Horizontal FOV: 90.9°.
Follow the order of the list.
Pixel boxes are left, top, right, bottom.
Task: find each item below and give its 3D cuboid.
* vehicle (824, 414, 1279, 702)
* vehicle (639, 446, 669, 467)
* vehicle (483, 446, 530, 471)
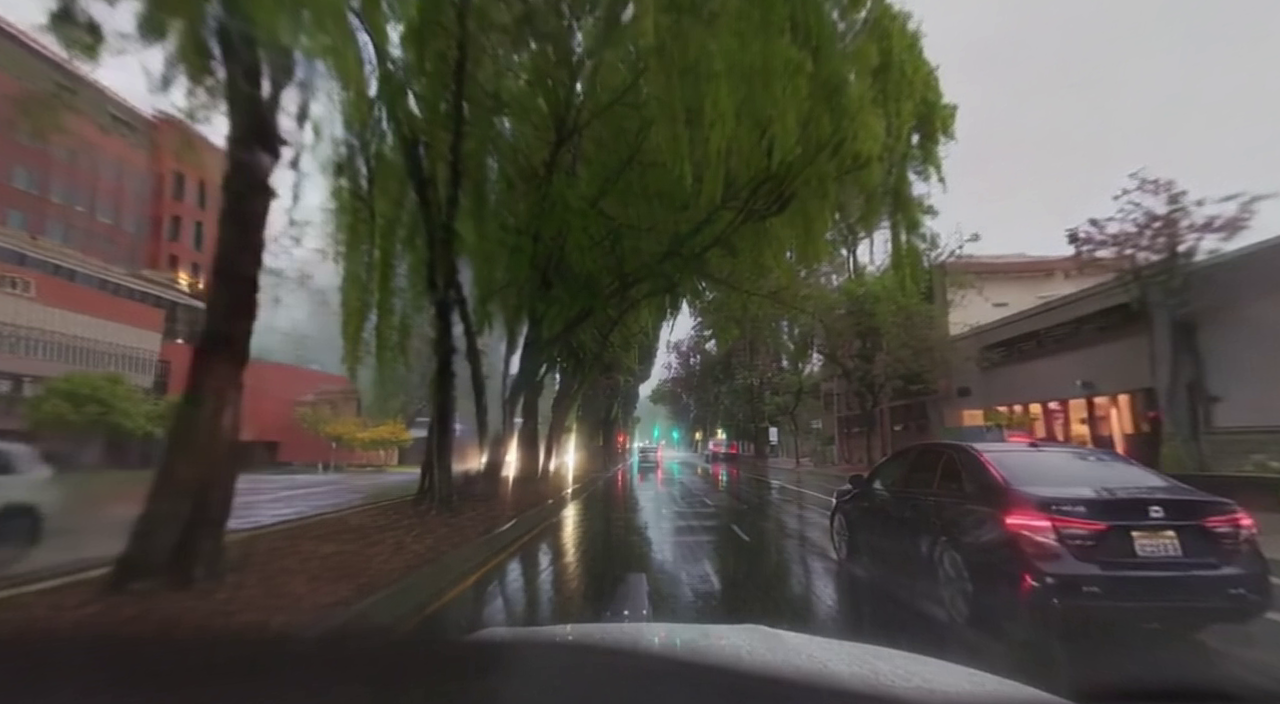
[{"bbox_3d":[3.193,1.383,5.405,1.989,1.498,4.050,0,-8,0],"label":"vehicle"},{"bbox_3d":[0.904,7.043,42.832,1.945,1.343,3.827,0,-8,0],"label":"vehicle"},{"bbox_3d":[-8.262,6.605,39.332,1.922,1.464,4.201,0,-8,1],"label":"vehicle"}]
